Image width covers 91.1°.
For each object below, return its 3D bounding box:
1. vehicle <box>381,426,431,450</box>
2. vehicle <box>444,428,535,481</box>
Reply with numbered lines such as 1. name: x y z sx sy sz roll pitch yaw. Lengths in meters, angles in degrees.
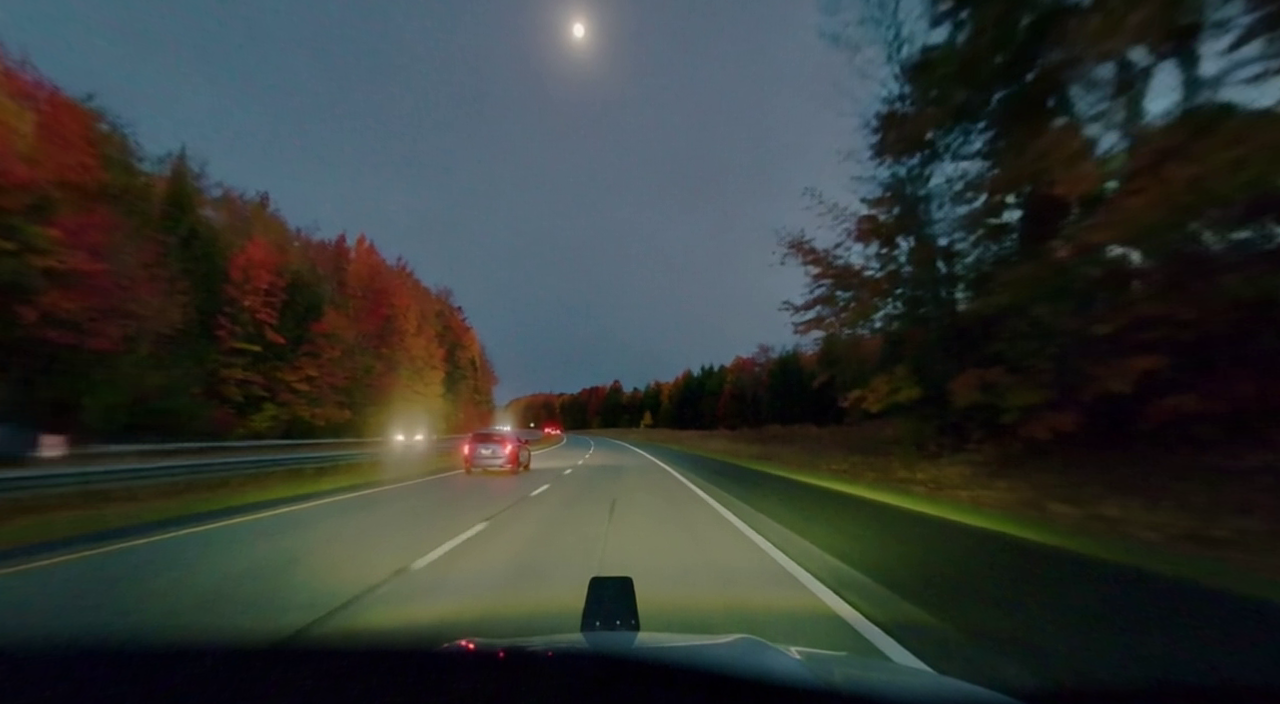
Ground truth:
1. vehicle: -15.448 5.695 41.734 1.930 1.504 3.975 0 -8 -2
2. vehicle: -4.865 3.359 21.040 2.073 1.559 4.393 0 -8 -2
